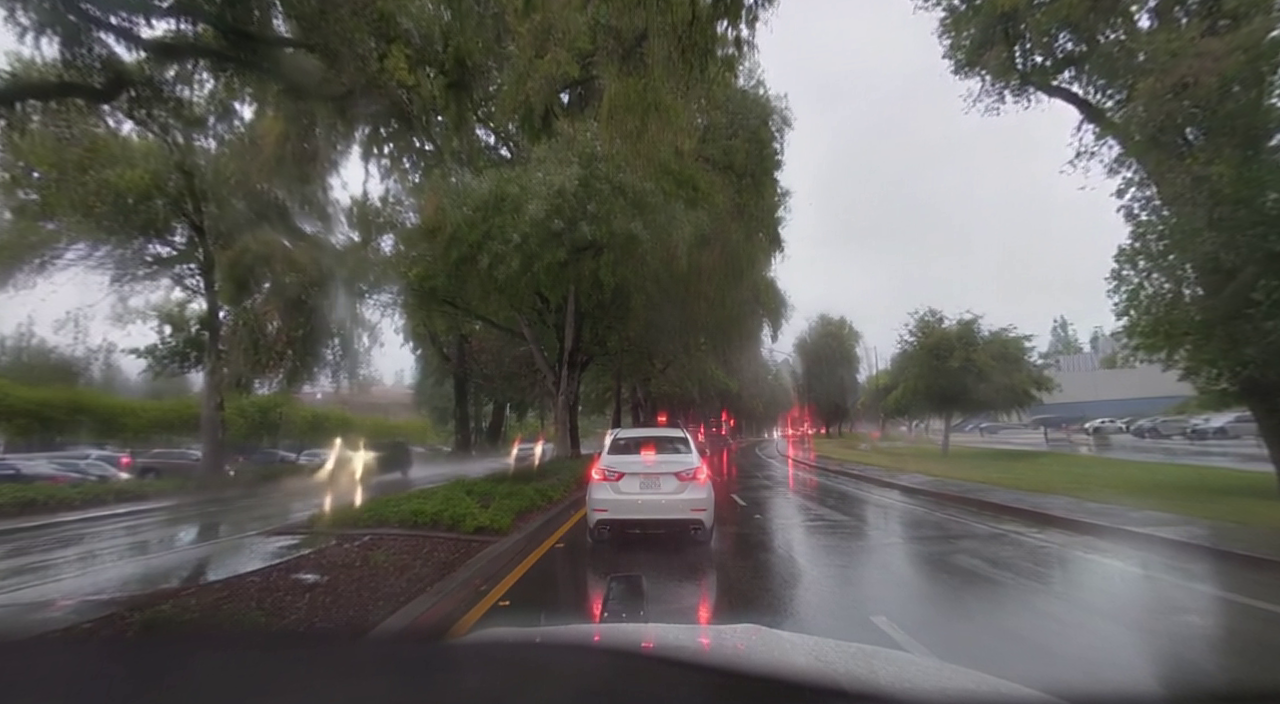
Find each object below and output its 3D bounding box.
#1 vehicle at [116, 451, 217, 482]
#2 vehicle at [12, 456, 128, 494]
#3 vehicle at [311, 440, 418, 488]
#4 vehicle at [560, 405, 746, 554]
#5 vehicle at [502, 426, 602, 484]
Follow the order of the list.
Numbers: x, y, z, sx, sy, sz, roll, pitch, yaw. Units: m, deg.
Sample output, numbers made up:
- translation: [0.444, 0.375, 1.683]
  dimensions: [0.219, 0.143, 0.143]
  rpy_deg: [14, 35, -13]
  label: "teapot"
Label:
- translation: [-26.673, 6.460, 35.605]
  dimensions: [4.256, 1.633, 1.940]
  rpy_deg: [-1, -8, 7]
  label: "vehicle"
- translation: [-27.310, 5.879, 30.269]
  dimensions: [4.272, 1.438, 1.801]
  rpy_deg: [-5, -9, 9]
  label: "vehicle"
- translation: [-10.561, 4.297, 24.601]
  dimensions: [2.005, 1.701, 4.355]
  rpy_deg: [-1, -8, 3]
  label: "vehicle"
- translation: [0.182, 1.789, 9.498]
  dimensions: [2.154, 1.710, 4.128]
  rpy_deg: [-1, -8, 1]
  label: "vehicle"
- translation: [-2.906, 3.576, 22.103]
  dimensions: [2.057, 1.786, 4.725]
  rpy_deg: [-2, -8, 11]
  label: "vehicle"
